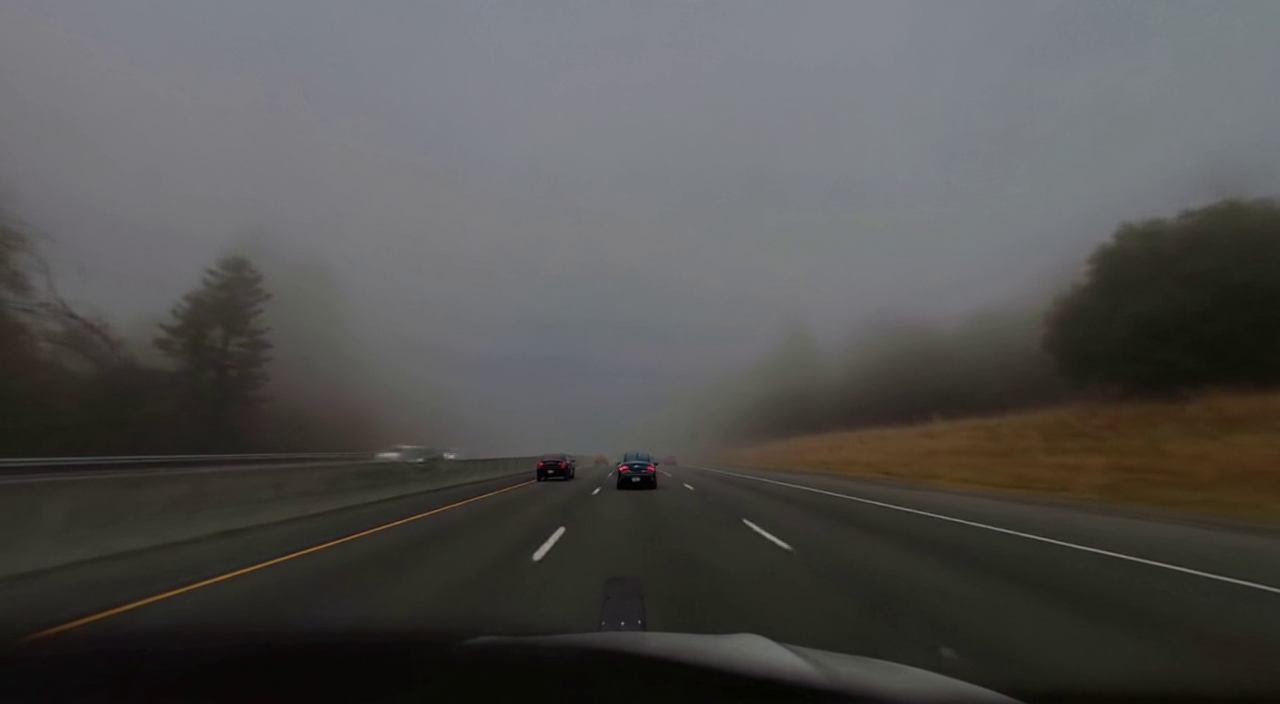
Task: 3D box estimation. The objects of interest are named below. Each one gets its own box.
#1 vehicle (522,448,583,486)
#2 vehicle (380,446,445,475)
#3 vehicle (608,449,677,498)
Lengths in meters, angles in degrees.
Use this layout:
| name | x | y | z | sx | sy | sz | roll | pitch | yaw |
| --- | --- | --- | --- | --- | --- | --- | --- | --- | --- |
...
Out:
| name | x | y | z | sx | sy | sz | roll | pitch | yaw |
| --- | --- | --- | --- | --- | --- | --- | --- | --- | --- |
| vehicle | -3.888 | 5.180 | 28.779 | 2.153 | 1.581 | 4.375 | 0 | -9 | 0 |
| vehicle | -12.287 | 5.884 | 34.323 | 1.867 | 1.457 | 4.487 | 0 | -9 | 0 |
| vehicle | 0.041 | 3.886 | 20.580 | 2.023 | 1.400 | 4.028 | 0 | -9 | -1 |
